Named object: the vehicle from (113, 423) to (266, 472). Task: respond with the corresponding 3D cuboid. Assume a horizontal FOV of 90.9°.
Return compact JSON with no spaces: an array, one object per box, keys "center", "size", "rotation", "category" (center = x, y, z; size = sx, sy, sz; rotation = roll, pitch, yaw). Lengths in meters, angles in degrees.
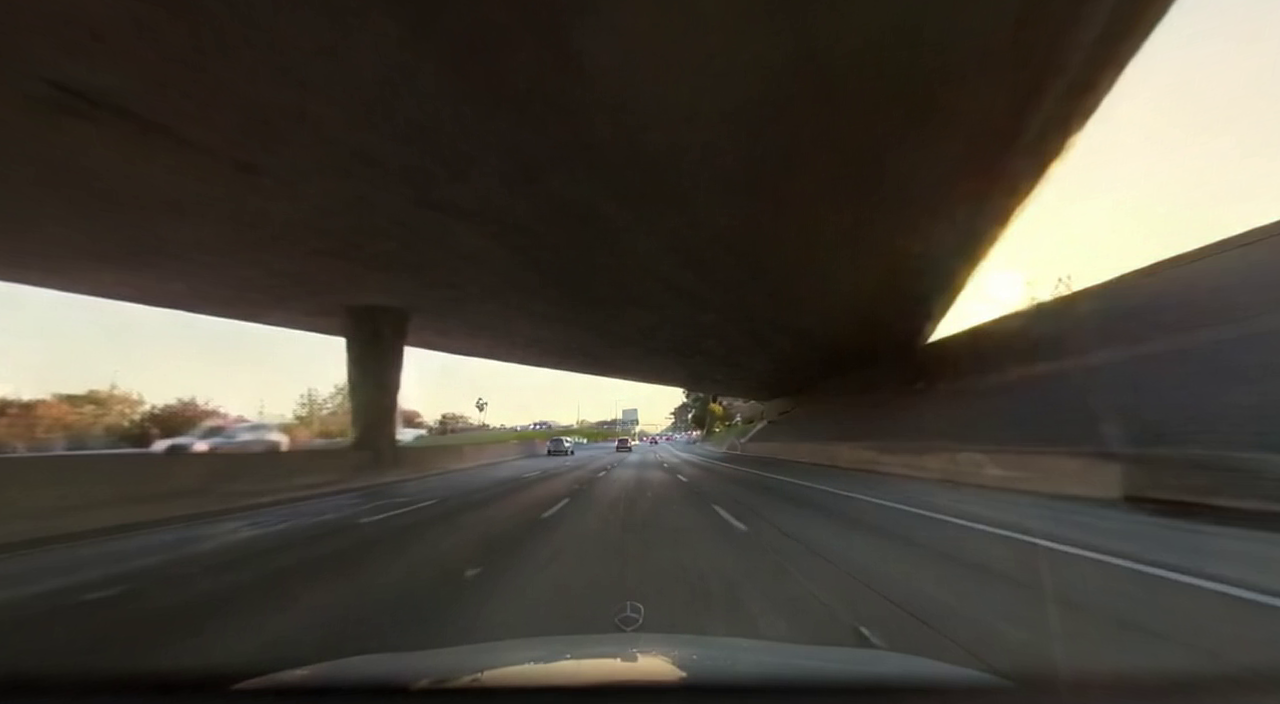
[{"center":[-15.318,3.298,21.813],"size":[1.924,1.471,4.419],"rotation":[-1,-8,2],"category":"vehicle"}]
